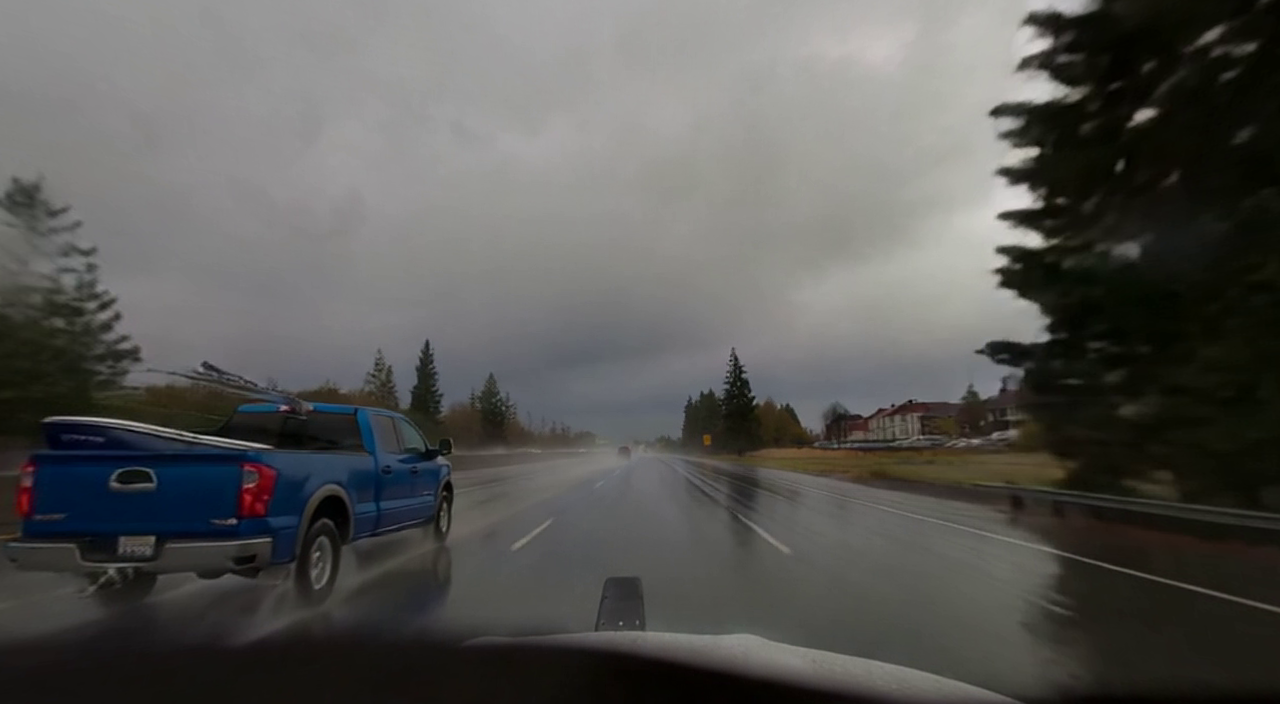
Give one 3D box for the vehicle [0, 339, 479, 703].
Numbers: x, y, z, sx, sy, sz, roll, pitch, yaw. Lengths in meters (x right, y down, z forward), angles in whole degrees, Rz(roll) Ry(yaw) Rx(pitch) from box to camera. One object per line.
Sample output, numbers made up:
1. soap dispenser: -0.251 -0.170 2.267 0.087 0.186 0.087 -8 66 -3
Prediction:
1. vehicle: -3.200 1.215 5.345 2.202 1.836 5.009 0 -8 1
